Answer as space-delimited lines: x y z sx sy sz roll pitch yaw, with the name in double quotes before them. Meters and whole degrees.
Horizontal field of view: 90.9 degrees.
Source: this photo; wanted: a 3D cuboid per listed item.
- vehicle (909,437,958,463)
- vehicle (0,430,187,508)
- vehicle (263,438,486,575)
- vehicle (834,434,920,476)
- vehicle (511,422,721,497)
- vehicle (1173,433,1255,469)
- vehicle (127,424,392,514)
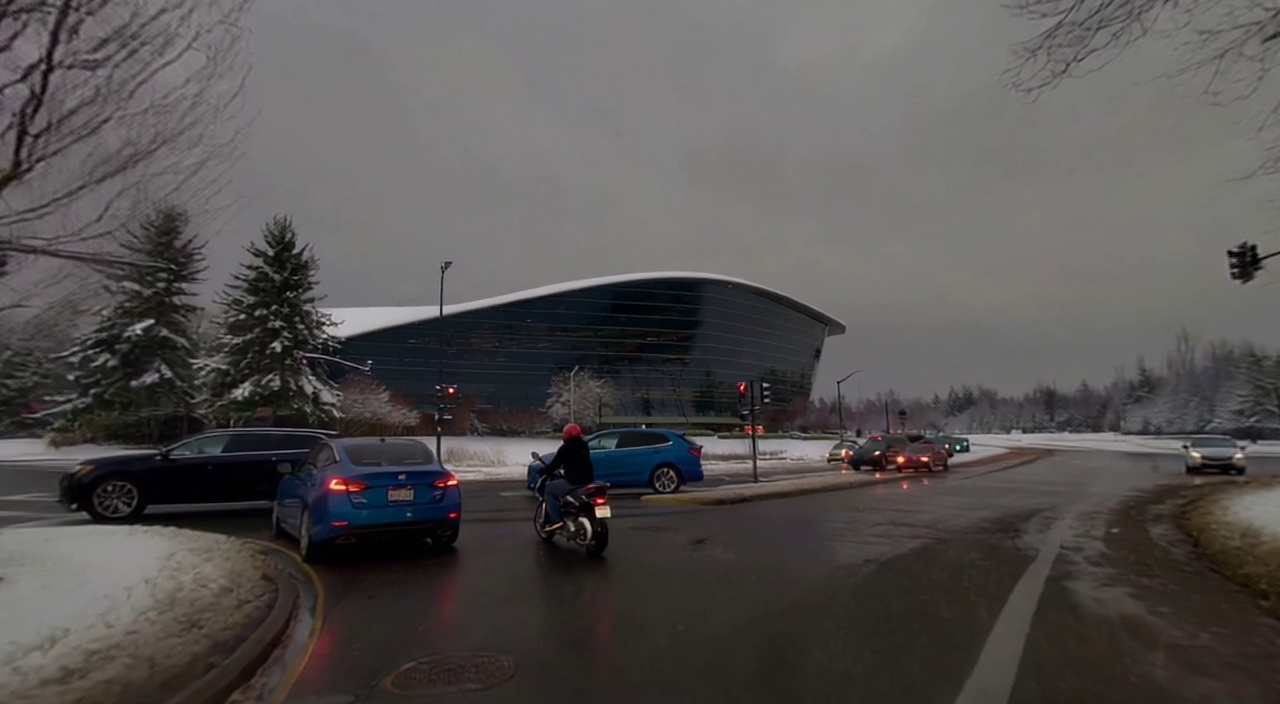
"vehicle" 18.734 6.245 40.155 2.024 1.543 4.028 -6 -10 35
"vehicle" -14.176 2.884 15.875 4.380 1.727 2.052 -2 -9 15
"vehicle" -4.005 1.993 9.092 2.009 1.450 4.182 6 -10 -35
"vehicle" 10.613 4.539 28.054 2.084 1.656 4.583 -7 -11 39
"vehicle" -0.749 3.166 18.947 5.833 1.960 2.341 3 -9 -19
"vehicle" 25.512 4.389 28.195 1.872 1.467 4.385 -5 -10 32
"vehicle" -8.073 2.490 13.659 4.583 1.755 1.936 -1 -8 7
